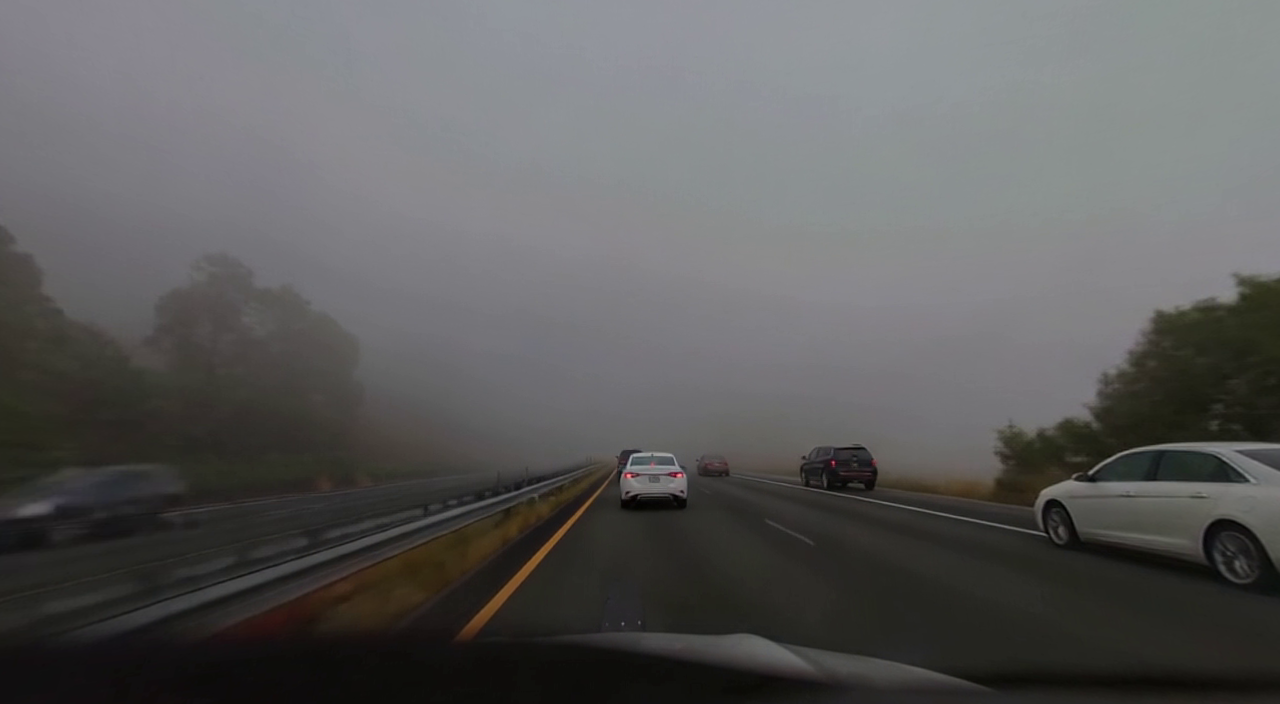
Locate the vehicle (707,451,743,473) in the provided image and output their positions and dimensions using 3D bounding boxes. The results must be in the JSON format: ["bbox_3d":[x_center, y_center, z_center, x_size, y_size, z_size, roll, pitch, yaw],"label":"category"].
[{"bbox_3d":[6.009,7.818,44.954,1.921,1.451,3.841,0,-9,-2],"label":"vehicle"}]

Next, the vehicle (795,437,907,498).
[{"bbox_3d":[6.523,3.625,20.043,1.980,1.702,4.235,0,-9,-2],"label":"vehicle"}]

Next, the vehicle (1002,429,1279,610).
[{"bbox_3d":[6.274,1.671,7.031,1.965,1.484,4.090,0,-9,-1],"label":"vehicle"}]

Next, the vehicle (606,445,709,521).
[{"bbox_3d":[0.328,2.941,14.627,2.076,1.485,3.774,0,-9,-1],"label":"vehicle"}]
